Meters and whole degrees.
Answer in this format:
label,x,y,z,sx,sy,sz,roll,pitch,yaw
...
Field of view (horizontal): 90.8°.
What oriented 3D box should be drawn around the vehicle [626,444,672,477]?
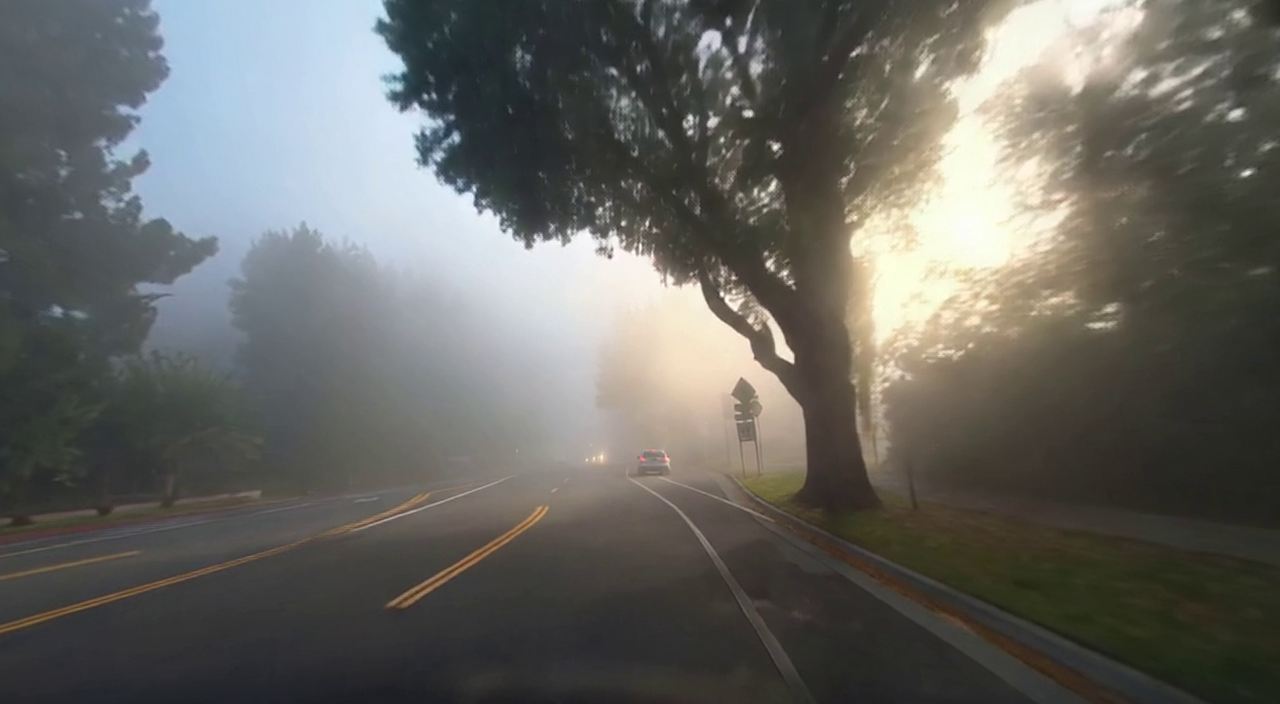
label,x,y,z,sx,sy,sz,roll,pitch,yaw
vehicle,0.507,5.329,31.273,2.111,1.466,4.223,-1,-9,2
